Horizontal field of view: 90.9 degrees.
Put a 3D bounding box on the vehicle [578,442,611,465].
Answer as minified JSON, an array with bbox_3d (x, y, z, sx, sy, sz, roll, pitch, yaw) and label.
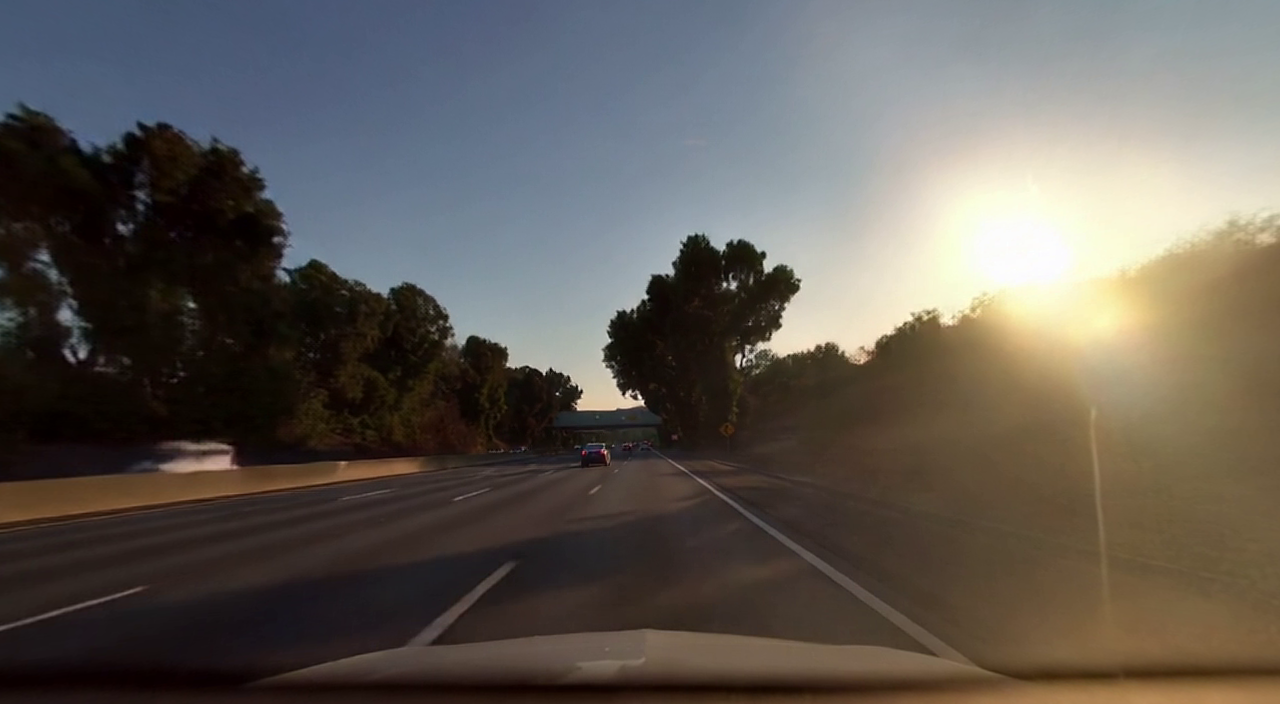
[{"bbox_3d":[-3.167,7.176,44.787,1.993,1.589,3.898,0,-8,1],"label":"vehicle"}]
